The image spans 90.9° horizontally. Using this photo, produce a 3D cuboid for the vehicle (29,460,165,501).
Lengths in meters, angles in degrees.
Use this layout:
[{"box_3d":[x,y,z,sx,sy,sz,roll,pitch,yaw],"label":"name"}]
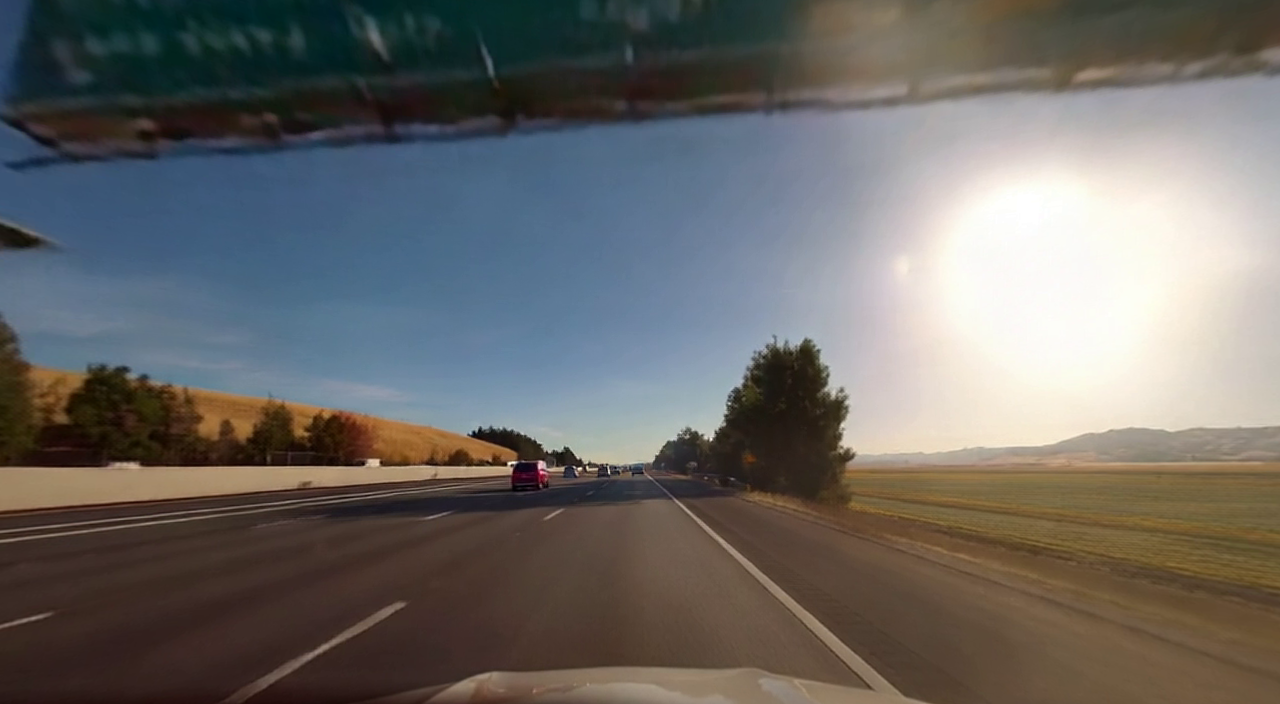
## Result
[{"box_3d":[-23.287,5.500,27.286,1.916,1.576,4.365,1,-10,1],"label":"vehicle"}]
